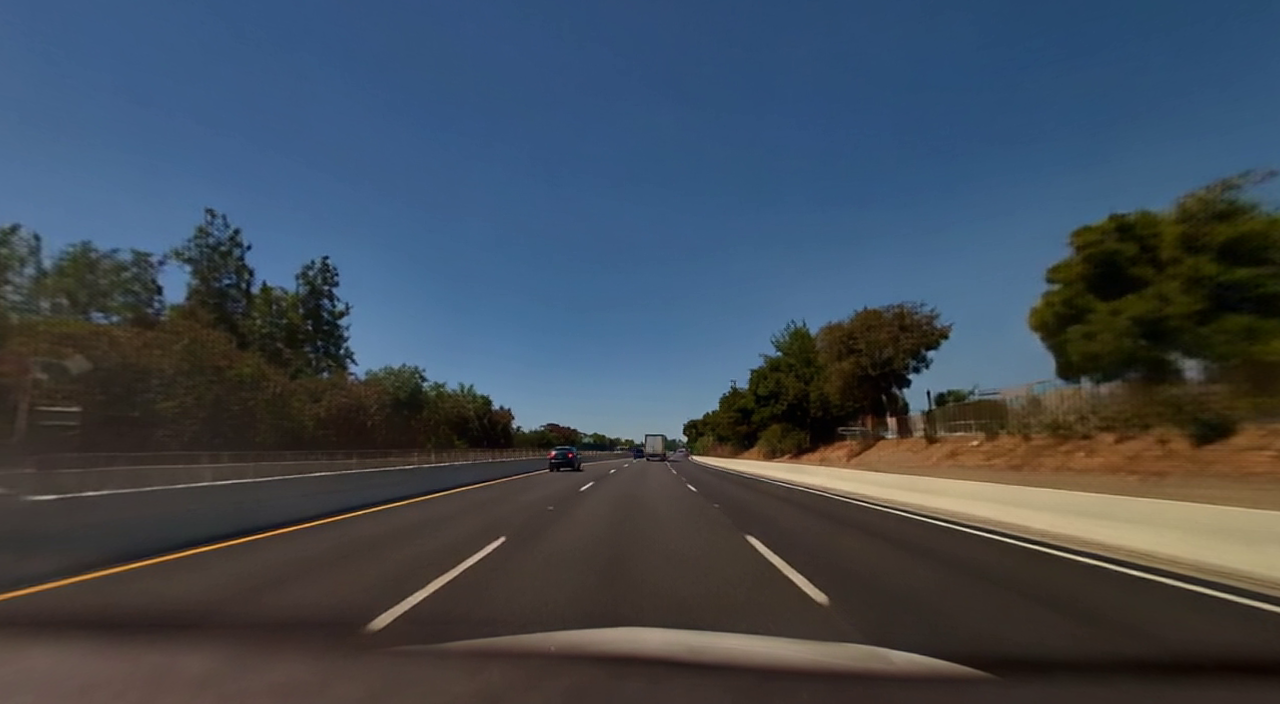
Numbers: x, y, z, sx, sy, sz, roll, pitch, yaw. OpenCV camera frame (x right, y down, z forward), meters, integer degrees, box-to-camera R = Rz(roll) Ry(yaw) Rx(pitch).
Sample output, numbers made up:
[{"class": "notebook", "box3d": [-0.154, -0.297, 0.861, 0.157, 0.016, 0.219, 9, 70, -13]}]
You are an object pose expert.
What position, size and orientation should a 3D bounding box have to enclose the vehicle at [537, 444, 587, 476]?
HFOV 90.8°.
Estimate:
[{"class": "vehicle", "box3d": [-4.105, 5.719, 33.681, 2.035, 1.595, 4.022, 0, -9, 2]}]
